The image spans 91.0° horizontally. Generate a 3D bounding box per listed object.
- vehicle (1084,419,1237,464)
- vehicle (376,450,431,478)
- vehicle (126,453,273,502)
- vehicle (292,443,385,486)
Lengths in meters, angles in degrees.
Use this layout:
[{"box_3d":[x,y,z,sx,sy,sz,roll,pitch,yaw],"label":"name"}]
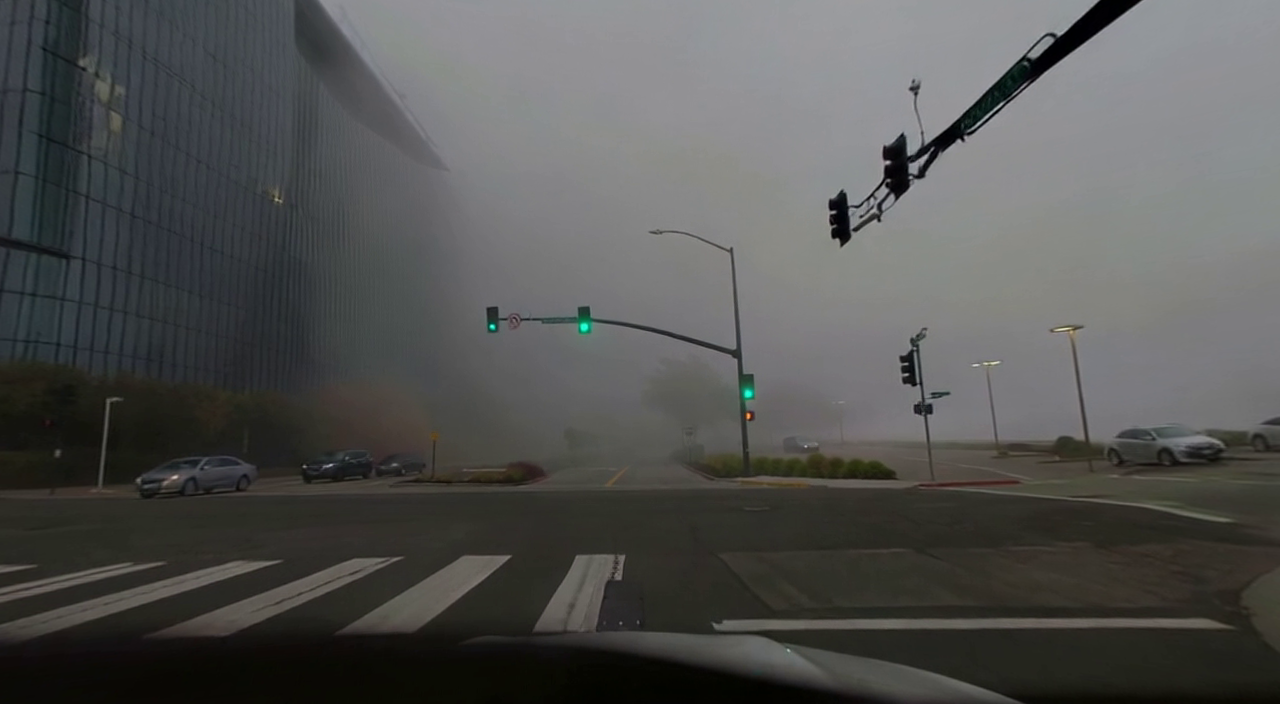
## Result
[{"box_3d":[19.086,3.351,23.406,1.834,1.480,4.458,0,-9,-1],"label":"vehicle"},{"box_3d":[-15.122,7.175,40.577,1.932,1.605,4.146,0,-9,0],"label":"vehicle"},{"box_3d":[-14.987,4.247,21.766,1.790,1.437,4.349,0,-9,2],"label":"vehicle"},{"box_3d":[-14.835,5.523,31.362,2.091,1.915,5.040,0,-9,0],"label":"vehicle"}]
